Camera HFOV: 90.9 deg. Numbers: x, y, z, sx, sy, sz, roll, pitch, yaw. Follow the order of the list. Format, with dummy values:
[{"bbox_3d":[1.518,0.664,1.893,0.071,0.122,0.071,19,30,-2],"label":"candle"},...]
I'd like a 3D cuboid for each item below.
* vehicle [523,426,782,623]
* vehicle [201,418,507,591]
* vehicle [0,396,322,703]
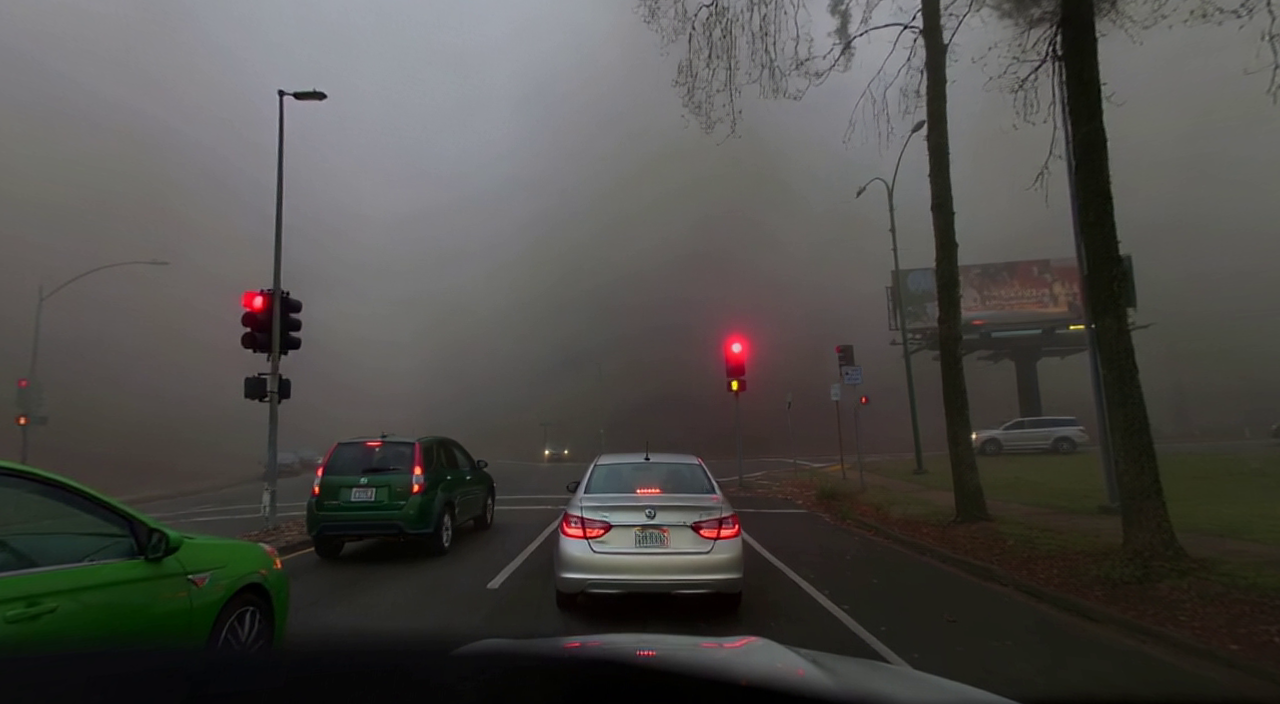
[{"bbox_3d":[0.025,1.586,6.615,1.977,1.467,3.474,0,-9,-2],"label":"vehicle"},{"bbox_3d":[-3.176,1.783,8.134,1.950,1.628,4.082,-1,-9,1],"label":"vehicle"},{"bbox_3d":[-3.158,0.959,2.404,1.808,1.520,3.846,-1,-9,1],"label":"vehicle"}]
